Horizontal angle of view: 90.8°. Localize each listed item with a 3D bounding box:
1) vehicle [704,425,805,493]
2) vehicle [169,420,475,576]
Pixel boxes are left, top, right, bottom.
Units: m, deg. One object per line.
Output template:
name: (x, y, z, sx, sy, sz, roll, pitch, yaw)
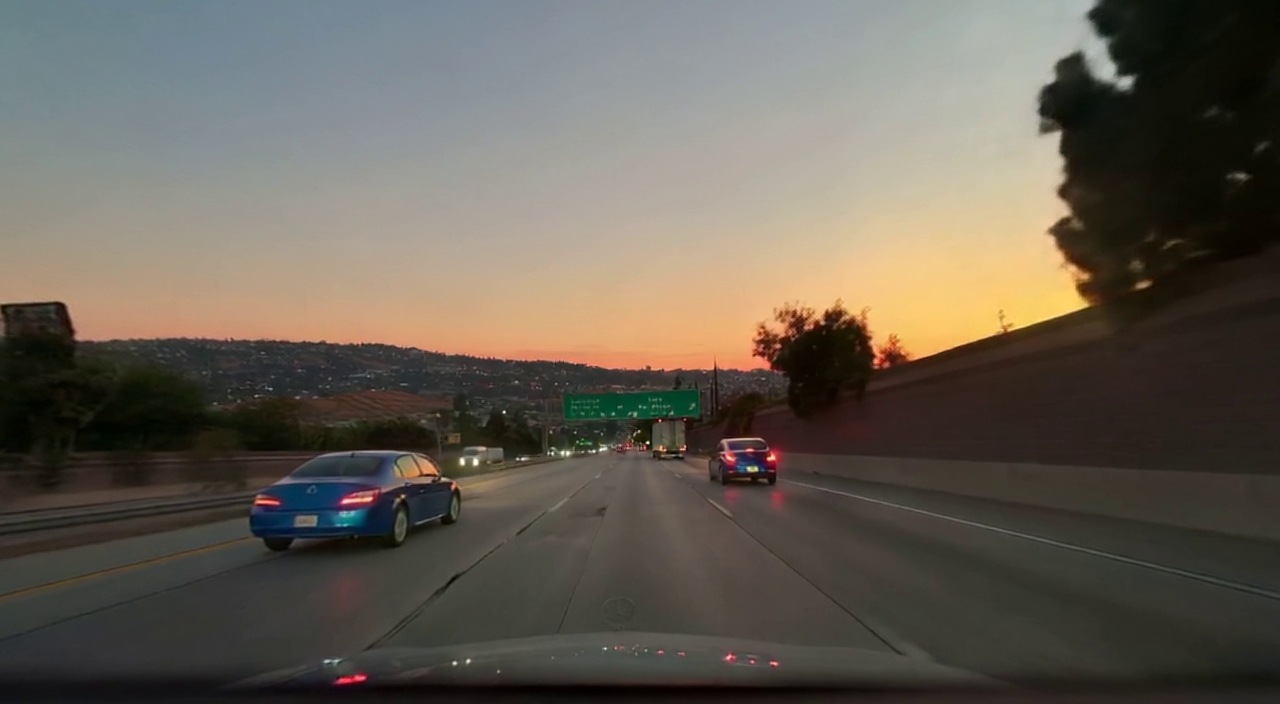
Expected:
vehicle: (3.263, 3.164, 19.009, 2.065, 1.760, 4.488, 0, -8, -1)
vehicle: (-3.958, 1.882, 9.057, 1.903, 1.607, 4.770, 0, -8, 0)
